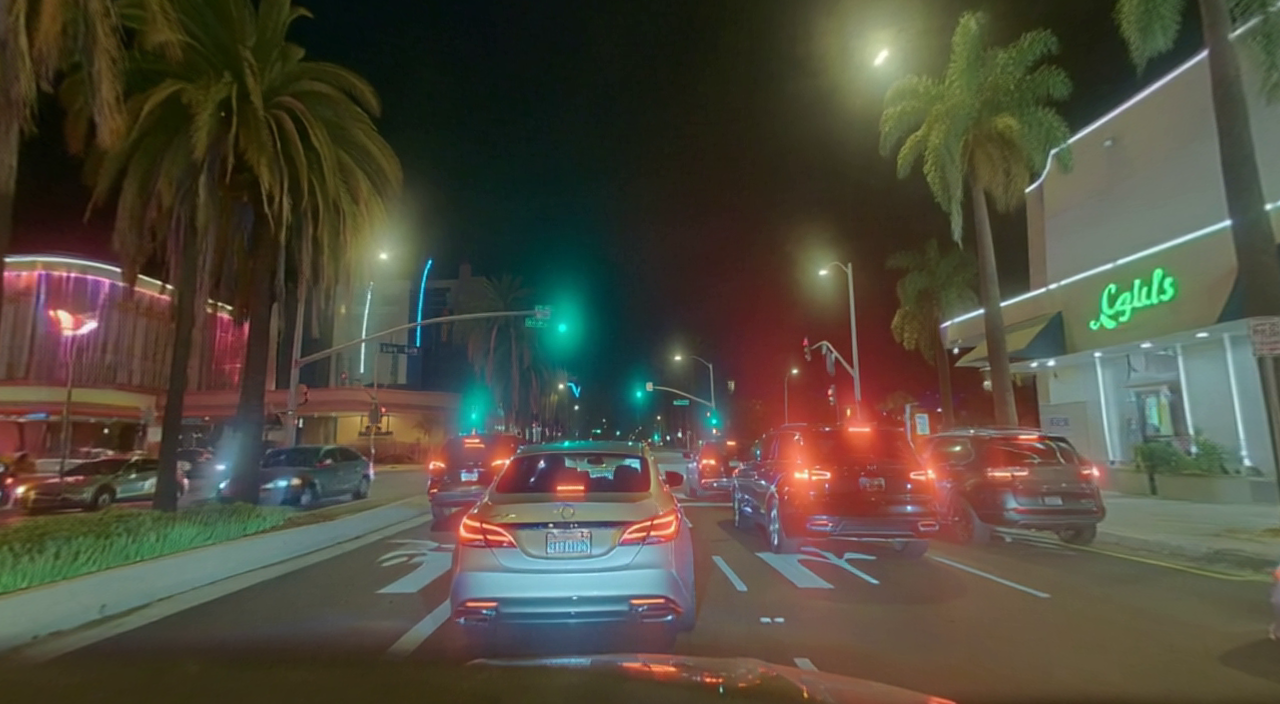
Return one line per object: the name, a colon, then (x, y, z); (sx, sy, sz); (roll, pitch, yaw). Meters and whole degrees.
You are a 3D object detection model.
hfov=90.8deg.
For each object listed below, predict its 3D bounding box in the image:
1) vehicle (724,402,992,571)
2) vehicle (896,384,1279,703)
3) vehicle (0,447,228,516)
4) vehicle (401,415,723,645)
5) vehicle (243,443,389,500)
vehicle: (2.617, 1.761, 8.993); (2.096, 1.775, 4.440); (0, -9, -2)
vehicle: (2.606, 0.813, 1.499); (2.085, 1.469, 4.458); (0, -9, -1)
vehicle: (-12.856, 3.138, 15.936); (1.870, 1.475, 4.531); (0, -9, 0)
vehicle: (-0.512, 1.473, 6.236); (2.096, 1.492, 4.071); (0, -9, 0)
vehicle: (-9.191, 3.406, 18.445); (1.949, 1.442, 4.502); (0, -9, -2)
